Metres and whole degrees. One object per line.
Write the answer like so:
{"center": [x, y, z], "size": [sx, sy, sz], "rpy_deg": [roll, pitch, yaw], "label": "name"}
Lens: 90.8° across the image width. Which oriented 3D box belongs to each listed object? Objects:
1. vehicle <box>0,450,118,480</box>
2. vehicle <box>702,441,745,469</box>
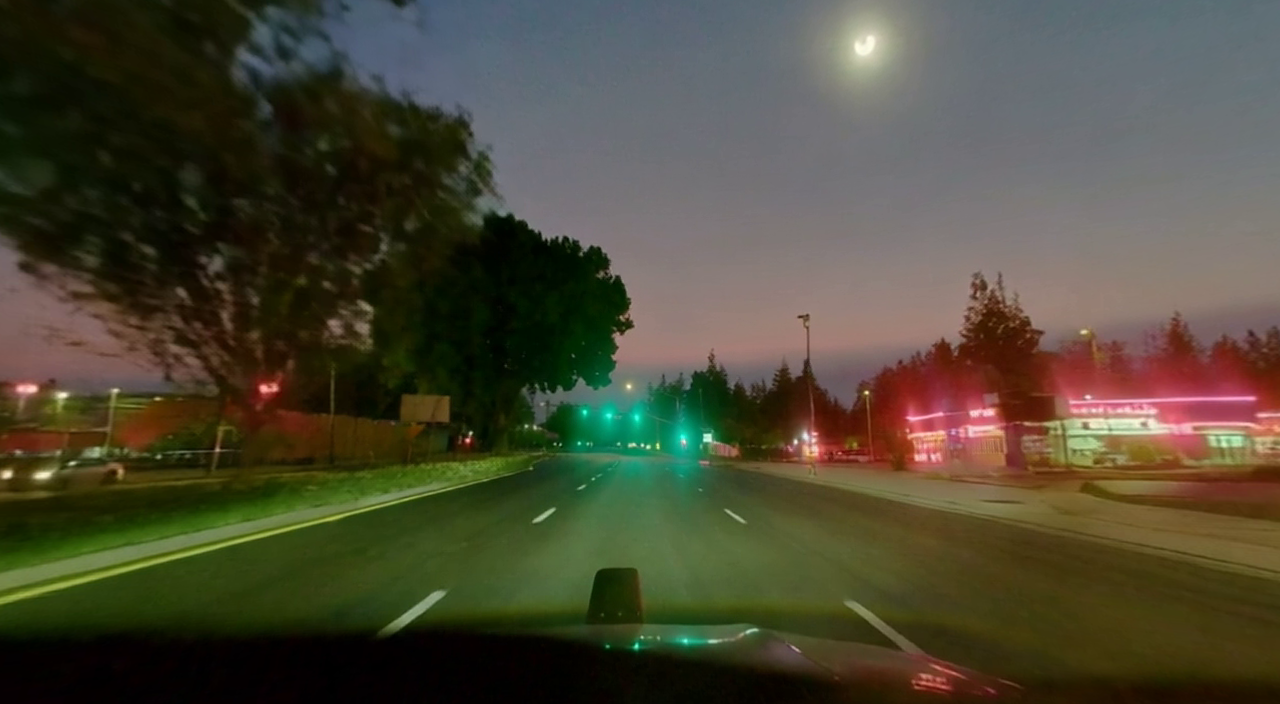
{"center": [-30.440, 5.925, 33.089], "size": [4.341, 1.465, 2.304], "rpy_deg": [-2, -9, 9], "label": "vehicle"}
{"center": [6.285, 7.845, 48.366], "size": [2.347, 1.963, 5.940], "rpy_deg": [0, -8, -1], "label": "vehicle"}
